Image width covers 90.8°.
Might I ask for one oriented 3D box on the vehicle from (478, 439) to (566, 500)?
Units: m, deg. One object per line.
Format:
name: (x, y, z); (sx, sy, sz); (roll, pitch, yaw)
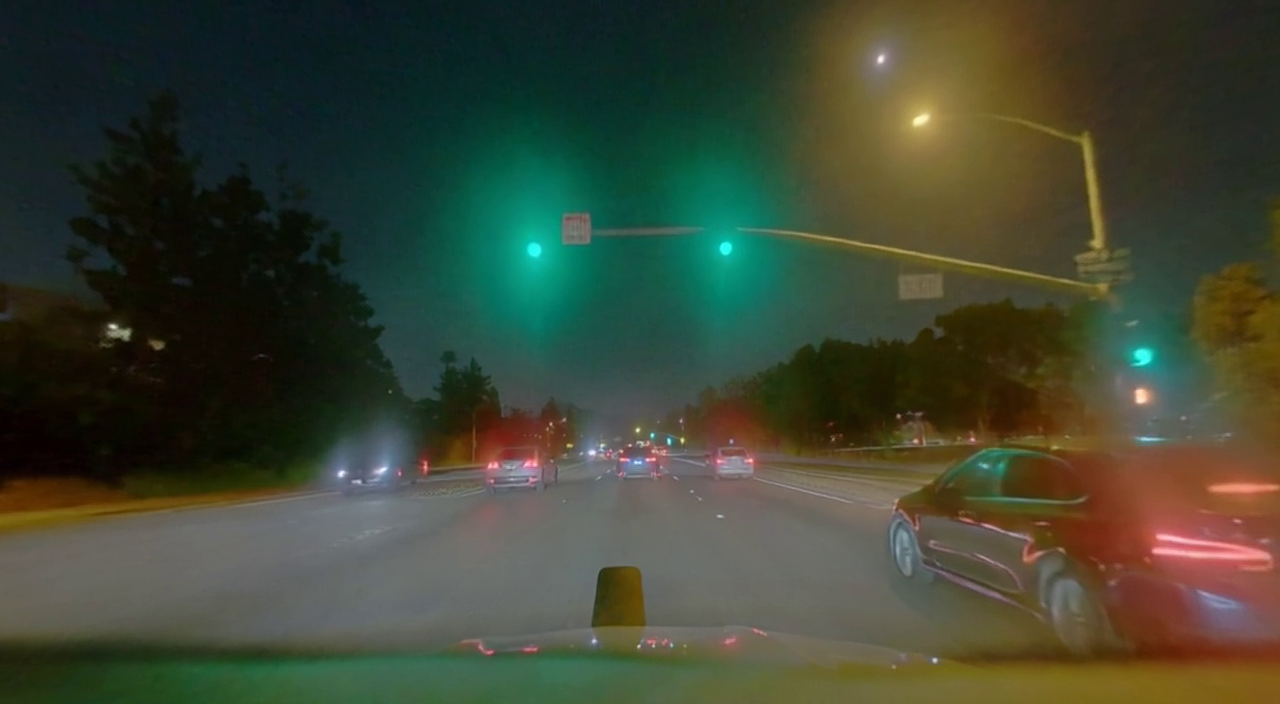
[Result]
vehicle: (-3.400, 3.428, 18.960); (1.823, 1.602, 4.061); (0, -8, 0)

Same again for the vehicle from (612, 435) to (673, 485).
vehicle: (0.064, 4.128, 24.475); (2.150, 1.725, 4.096); (0, -8, 0)

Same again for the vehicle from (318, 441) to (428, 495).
vehicle: (-9.475, 4.089, 22.865); (2.045, 1.730, 4.375); (0, -8, 0)

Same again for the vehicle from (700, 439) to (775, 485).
vehicle: (3.542, 4.066, 23.688); (2.068, 1.541, 4.041); (0, -8, -1)

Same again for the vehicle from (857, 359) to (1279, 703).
vehicle: (3.395, 1.146, 4.427); (2.069, 1.644, 4.714); (0, -8, 0)
